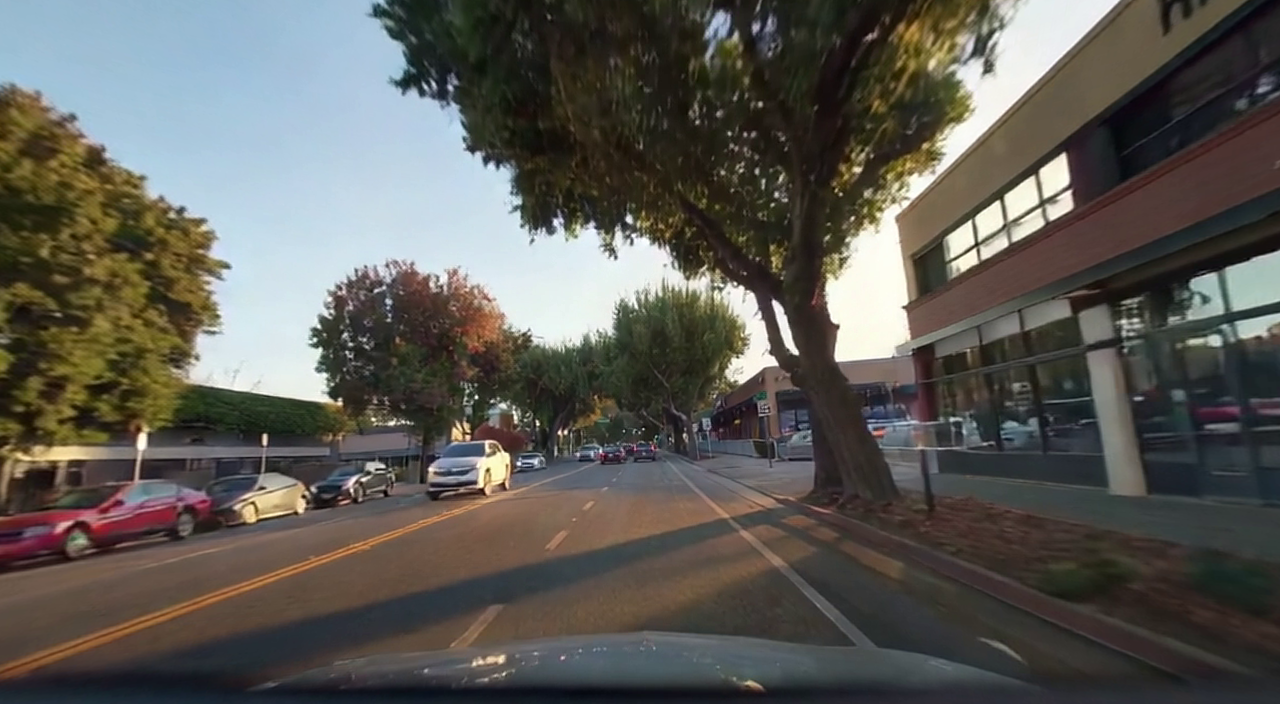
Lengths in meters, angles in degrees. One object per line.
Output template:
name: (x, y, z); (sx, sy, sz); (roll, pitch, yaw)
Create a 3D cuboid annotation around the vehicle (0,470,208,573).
vehicle: (-11.269, 3.332, 12.966); (1.946, 1.526, 3.954); (-2, -7, 0)

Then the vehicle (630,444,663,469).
vehicle: (0.421, 6.748, 40.883); (2.020, 1.478, 3.922); (0, -8, 1)

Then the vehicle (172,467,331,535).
vehicle: (-11.322, 4.316, 18.841); (1.858, 1.469, 4.665); (-4, -9, 0)

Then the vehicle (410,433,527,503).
vehicle: (-6.008, 4.150, 23.115); (2.644, 2.161, 5.825); (-1, -8, 1)

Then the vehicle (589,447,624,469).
vehicle: (-2.220, 7.147, 42.774); (2.099, 1.424, 4.609); (0, -8, 1)

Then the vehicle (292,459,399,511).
vehicle: (-11.248, 5.067, 24.473); (1.925, 1.709, 4.426); (0, -8, 1)
